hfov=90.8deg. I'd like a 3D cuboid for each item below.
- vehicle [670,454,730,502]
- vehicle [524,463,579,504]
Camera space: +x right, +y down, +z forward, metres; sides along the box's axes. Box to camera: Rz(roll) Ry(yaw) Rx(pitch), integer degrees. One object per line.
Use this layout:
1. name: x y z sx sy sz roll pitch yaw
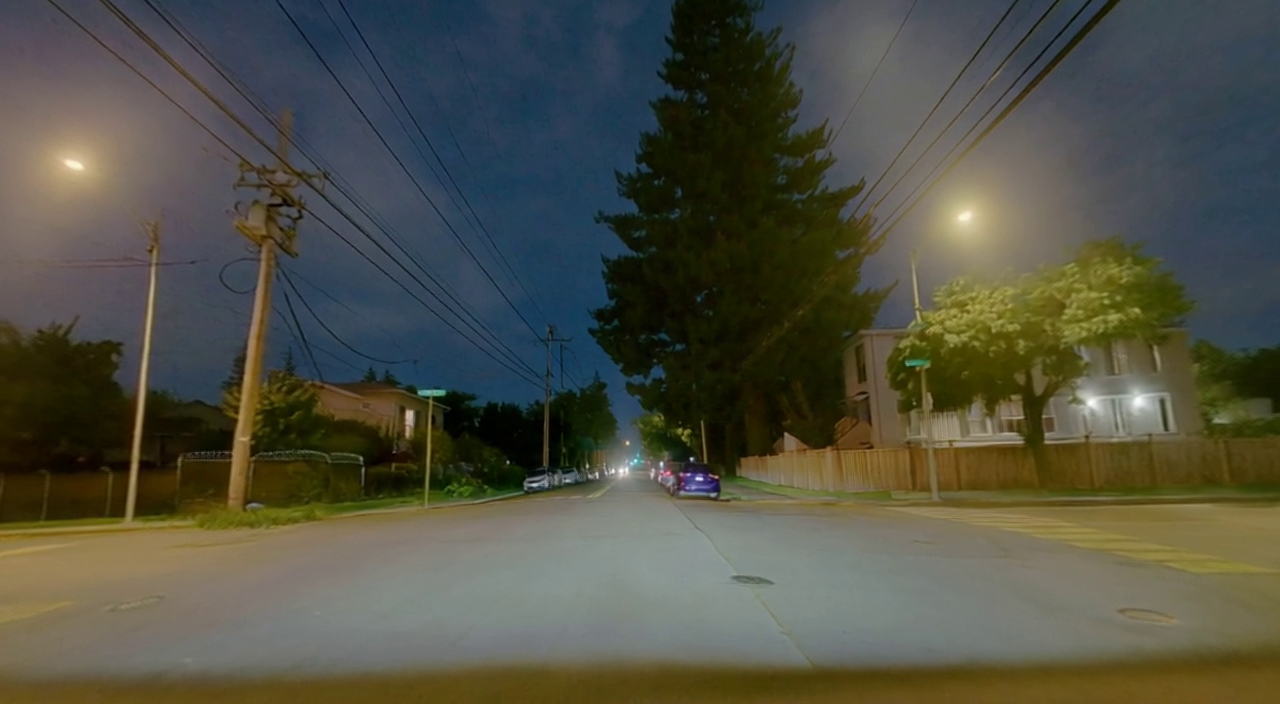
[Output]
1. vehicle: 2.572 5.524 28.092 2.051 1.874 4.459 0 -8 -2
2. vehicle: -4.310 6.499 31.594 2.189 1.771 4.571 0 -9 -1
